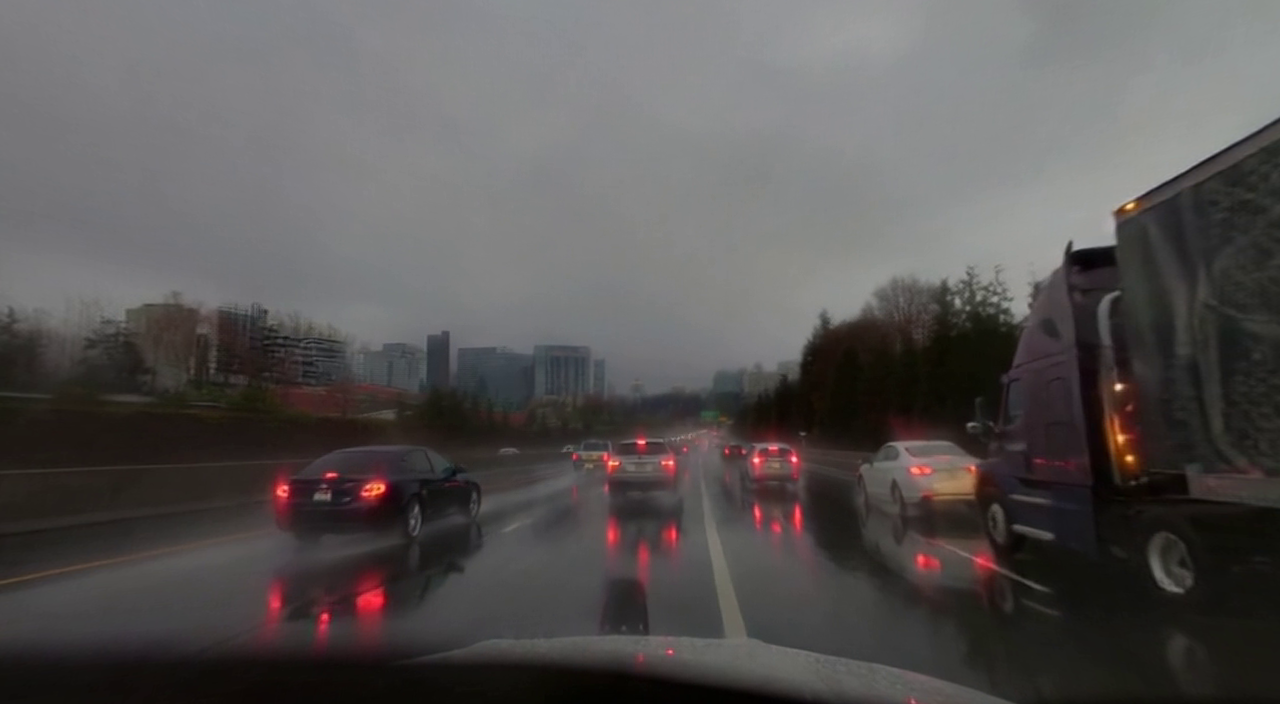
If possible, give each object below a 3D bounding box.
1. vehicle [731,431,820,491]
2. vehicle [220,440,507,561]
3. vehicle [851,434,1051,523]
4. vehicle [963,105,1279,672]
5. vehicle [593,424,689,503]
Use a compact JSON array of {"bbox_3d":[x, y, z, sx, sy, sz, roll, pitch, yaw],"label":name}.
[{"bbox_3d":[4.236,3.483,20.495,2.156,1.701,4.494,-1,-8,4],"label":"vehicle"},{"bbox_3d":[-3.937,2.176,10.240,1.965,1.443,4.968,-1,-8,7],"label":"vehicle"},{"bbox_3d":[5.936,2.442,12.796,2.053,1.473,4.383,-1,-8,4],"label":"vehicle"},{"bbox_3d":[5.106,0.097,2.822,2.987,3.212,9.311,-1,-8,4],"label":"vehicle"},{"bbox_3d":[0.195,2.942,17.038,2.153,1.805,4.631,-1,-8,5],"label":"vehicle"}]
